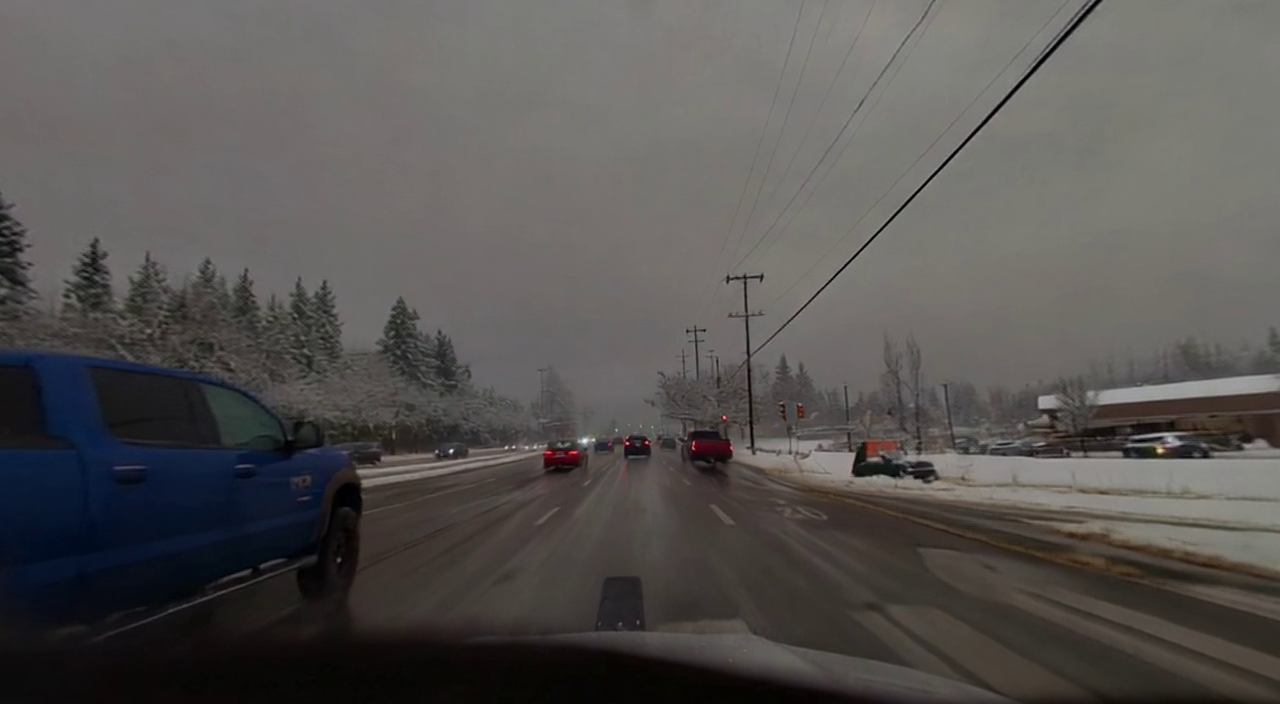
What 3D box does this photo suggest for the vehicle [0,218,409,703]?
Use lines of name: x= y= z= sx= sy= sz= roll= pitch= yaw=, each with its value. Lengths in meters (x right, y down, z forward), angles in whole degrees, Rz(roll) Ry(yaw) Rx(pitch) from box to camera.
vehicle: x=-3.686 y=0.758 z=3.593 sx=2.402 sy=2.194 sz=6.051 roll=0 pitch=-8 yaw=0

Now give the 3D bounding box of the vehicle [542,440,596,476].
vehicle: x=-3.139 y=4.797 z=28.783 sx=1.939 sy=1.494 sz=4.499 roll=0 pitch=-9 yaw=0

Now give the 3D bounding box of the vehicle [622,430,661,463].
vehicle: x=0.083 y=6.792 z=45.358 sx=2.643 sy=2.145 sz=5.585 roll=0 pitch=-9 yaw=0

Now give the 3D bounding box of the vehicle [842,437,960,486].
vehicle: x=9.589 y=4.054 z=23.637 sx=2.010 sy=1.633 sz=4.246 roll=1 pitch=-9 yaw=-11

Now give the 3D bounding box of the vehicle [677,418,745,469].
vehicle: x=4.040 y=5.427 z=37.537 sx=2.905 sy=2.636 sz=6.895 roll=-2 pitch=-8 yaw=-2

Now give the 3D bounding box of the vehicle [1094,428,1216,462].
vehicle: x=27.566 y=5.013 z=33.953 sx=2.012 sy=1.701 sz=4.524 roll=5 pitch=-10 yaw=-32
